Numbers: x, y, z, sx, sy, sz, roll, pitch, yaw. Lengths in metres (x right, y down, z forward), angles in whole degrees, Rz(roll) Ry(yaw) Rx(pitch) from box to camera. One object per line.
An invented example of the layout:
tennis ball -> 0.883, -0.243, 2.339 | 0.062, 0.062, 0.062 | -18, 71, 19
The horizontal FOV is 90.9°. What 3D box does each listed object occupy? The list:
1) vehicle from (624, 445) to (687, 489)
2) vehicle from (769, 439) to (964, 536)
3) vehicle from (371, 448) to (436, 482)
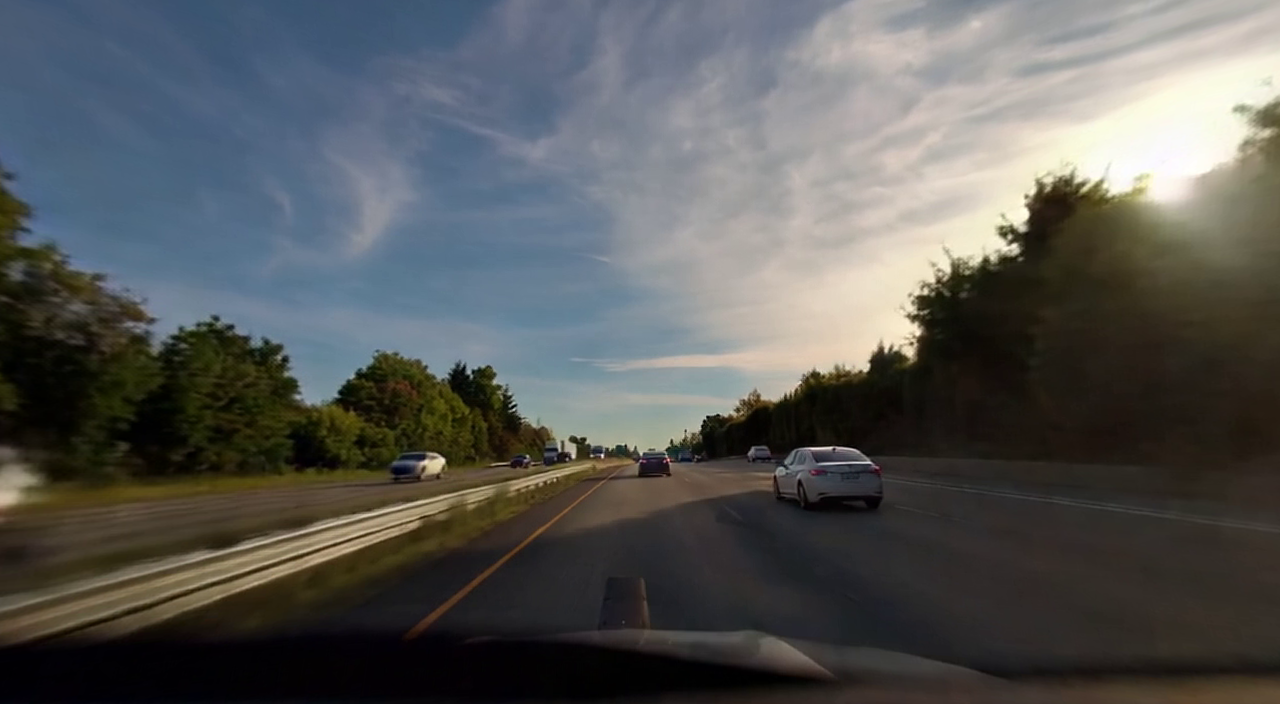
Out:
vehicle -> 0.554, 4.333, 24.102 | 2.177, 1.520, 4.278 | 0, -9, 0
vehicle -> 3.966, 2.435, 11.969 | 2.029, 1.475, 4.279 | 0, -9, -1
vehicle -> -14.962, 7.163, 40.191 | 2.139, 1.995, 5.076 | 0, -9, 1
